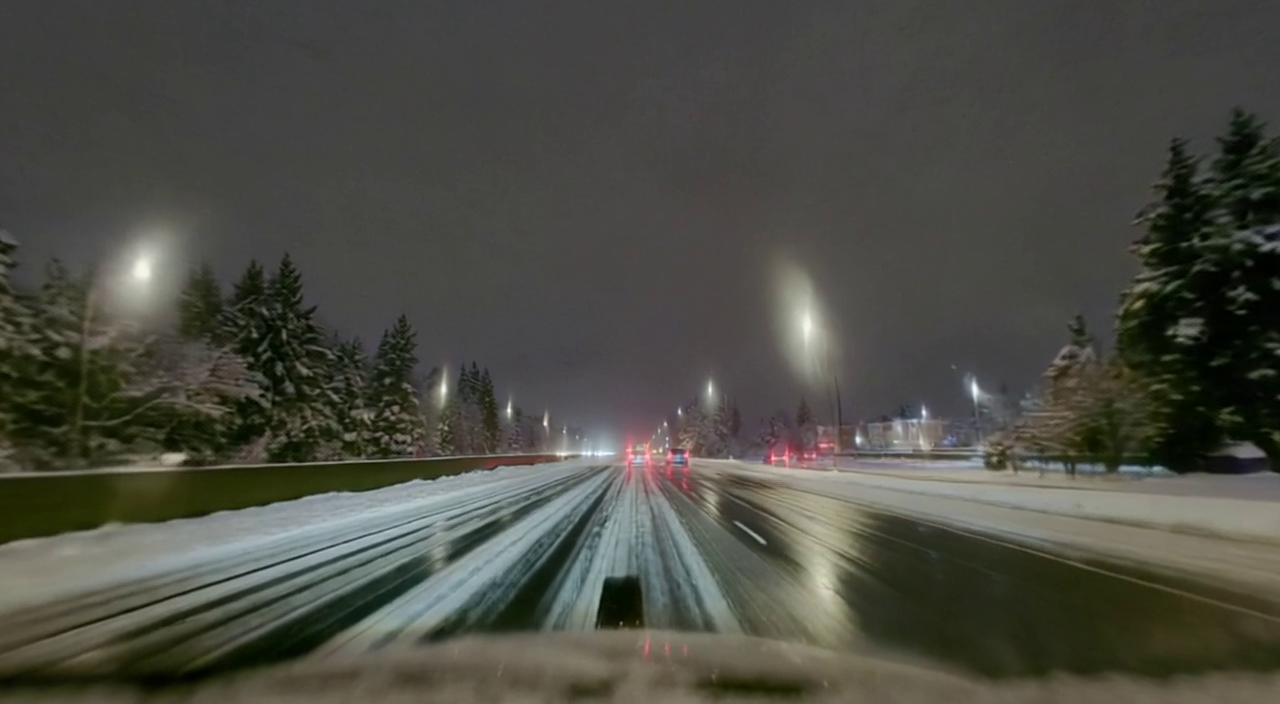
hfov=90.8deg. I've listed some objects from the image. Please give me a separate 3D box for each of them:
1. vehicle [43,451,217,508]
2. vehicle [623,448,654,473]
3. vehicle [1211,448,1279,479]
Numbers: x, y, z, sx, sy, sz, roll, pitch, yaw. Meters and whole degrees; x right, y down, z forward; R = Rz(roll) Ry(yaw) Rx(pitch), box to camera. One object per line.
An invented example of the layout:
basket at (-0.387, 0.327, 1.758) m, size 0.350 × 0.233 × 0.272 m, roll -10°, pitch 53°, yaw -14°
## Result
vehicle at (-16.859, 4.184, 21.301) m, size 1.953 × 1.596 × 4.799 m, roll 1°, pitch -8°, yaw -2°
vehicle at (-0.170, 7.748, 45.521) m, size 2.124 × 1.673 × 4.545 m, roll 0°, pitch -9°, yaw -2°
vehicle at (31.256, 5.452, 31.164) m, size 1.886 × 1.450 × 4.349 m, roll 0°, pitch -9°, yaw -3°
